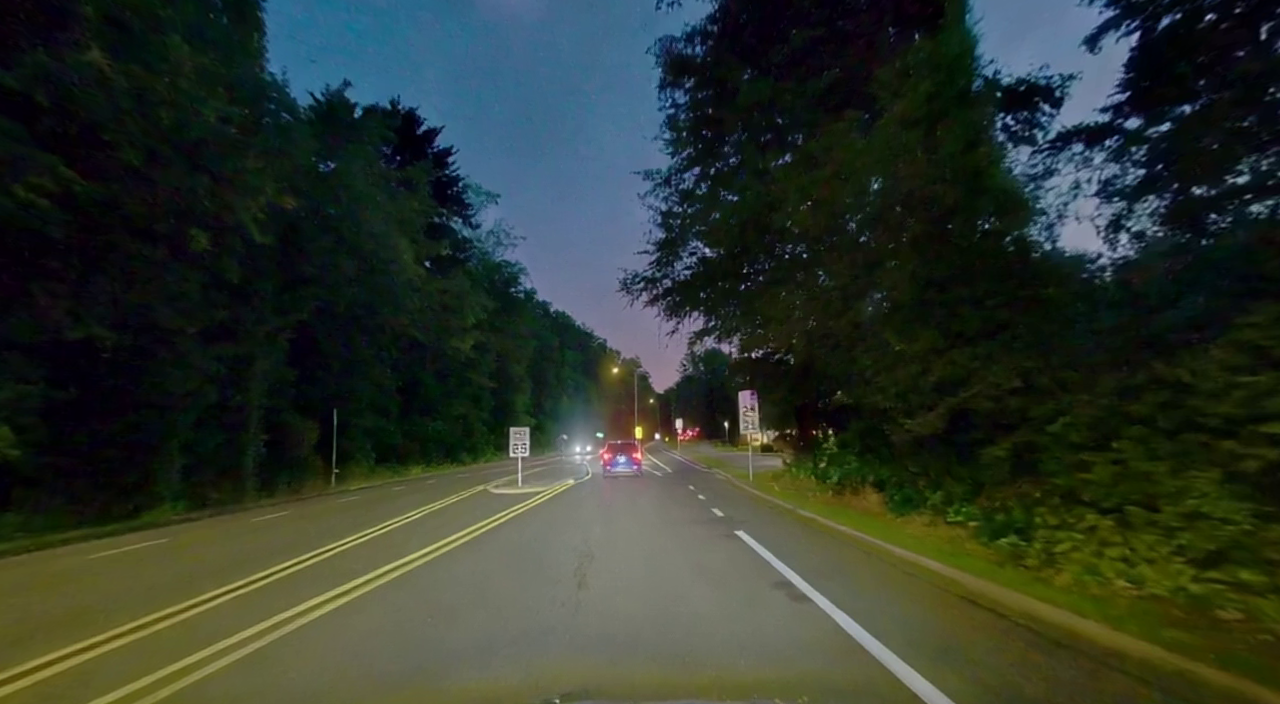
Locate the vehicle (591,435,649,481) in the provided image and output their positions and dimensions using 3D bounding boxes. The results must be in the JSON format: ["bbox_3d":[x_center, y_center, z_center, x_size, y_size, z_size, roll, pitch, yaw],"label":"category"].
[{"bbox_3d":[-0.849,4.330,25.948,2.216,1.708,4.110,1,-9,-3],"label":"vehicle"}]
